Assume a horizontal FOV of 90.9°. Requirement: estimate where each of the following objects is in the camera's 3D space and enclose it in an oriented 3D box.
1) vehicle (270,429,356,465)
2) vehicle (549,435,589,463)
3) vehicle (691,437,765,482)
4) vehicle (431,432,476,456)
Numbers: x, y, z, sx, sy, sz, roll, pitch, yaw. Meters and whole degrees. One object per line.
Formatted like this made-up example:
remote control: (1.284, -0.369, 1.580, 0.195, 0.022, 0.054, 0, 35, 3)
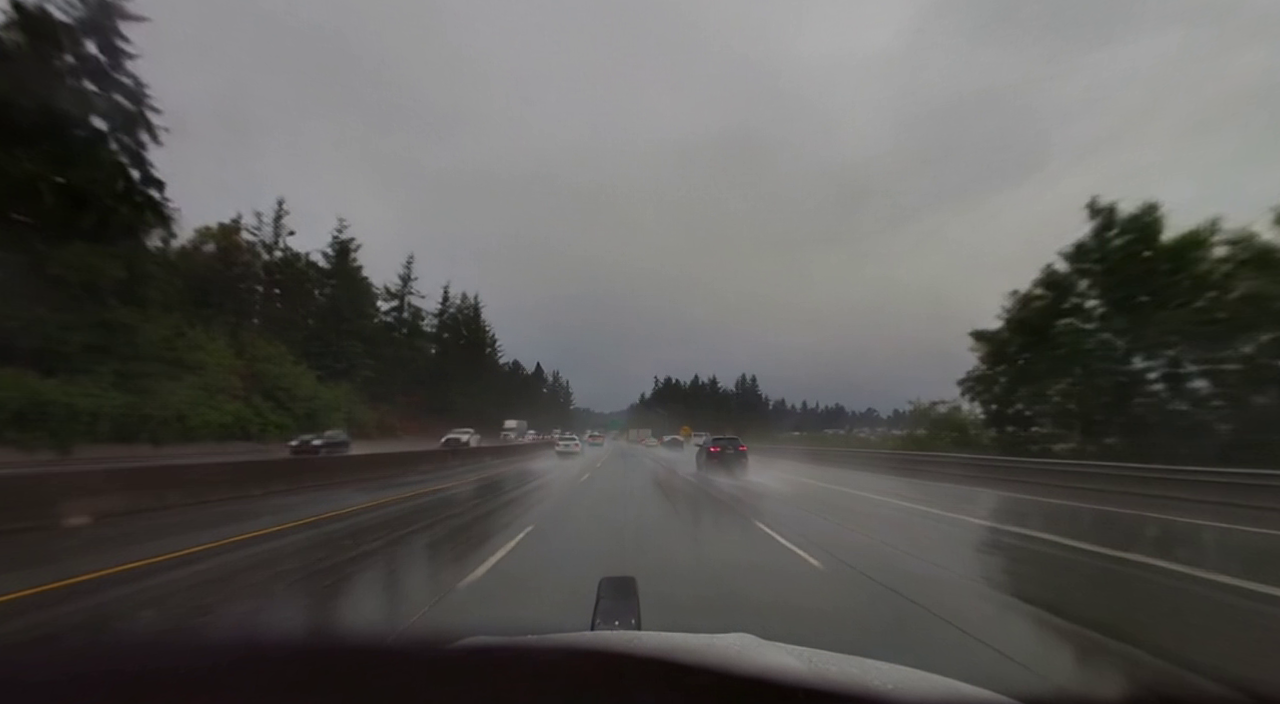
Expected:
vehicle: (-16.024, 4.677, 31.175, 1.935, 1.619, 4.445, 0, -8, -1)
vehicle: (-4.275, 5.905, 38.596, 2.011, 1.614, 4.808, 0, -8, -1)
vehicle: (3.079, 3.832, 22.966, 1.990, 1.480, 3.865, 0, -8, -2)
vehicle: (-12.637, 6.251, 42.939, 1.888, 1.507, 4.157, 0, -8, -1)
